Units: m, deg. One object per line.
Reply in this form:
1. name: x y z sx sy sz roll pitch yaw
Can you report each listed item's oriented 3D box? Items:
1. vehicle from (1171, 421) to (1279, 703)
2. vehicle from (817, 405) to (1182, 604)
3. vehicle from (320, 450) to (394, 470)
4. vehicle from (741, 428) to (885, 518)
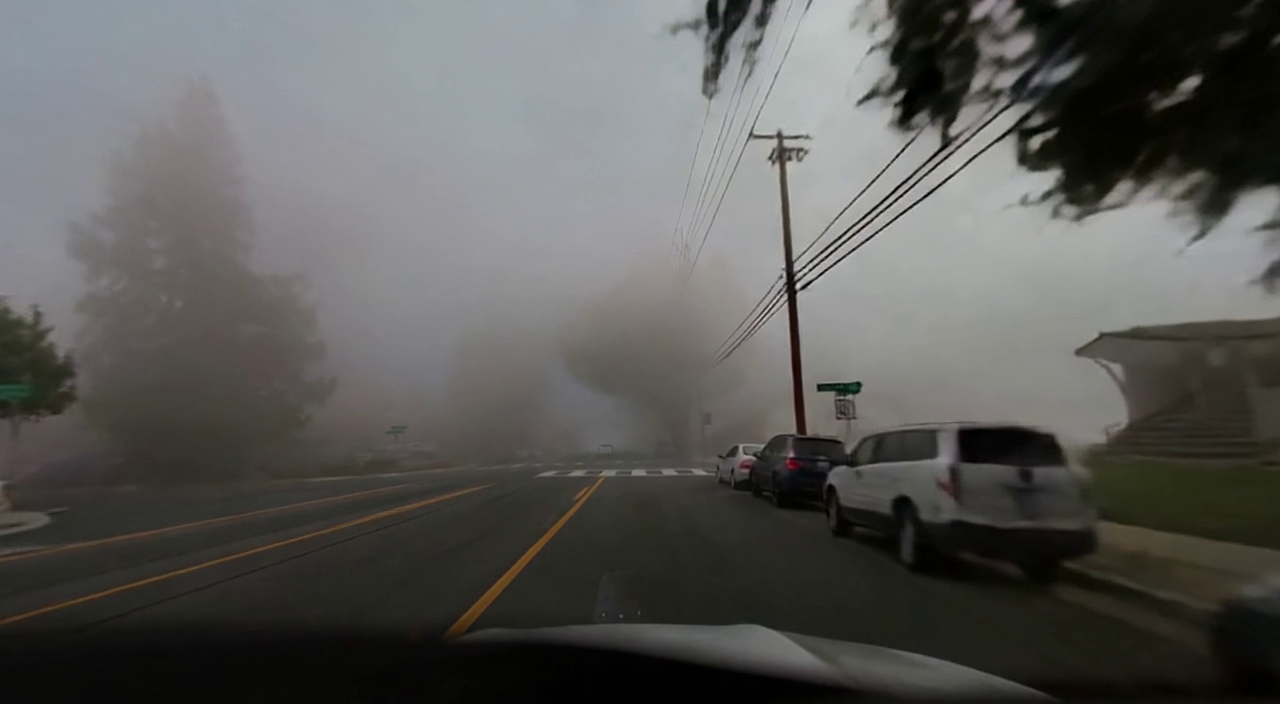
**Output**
1. vehicle: 3.796 0.771 0.922 1.865 1.477 4.741 0 -8 -1
2. vehicle: 3.750 1.641 7.671 1.852 1.715 4.110 0 -9 -2
3. vehicle: -21.895 8.357 48.934 4.728 1.536 2.006 0 -8 0
4. vehicle: 3.687 2.657 14.409 1.948 1.713 4.479 0 -8 -1
